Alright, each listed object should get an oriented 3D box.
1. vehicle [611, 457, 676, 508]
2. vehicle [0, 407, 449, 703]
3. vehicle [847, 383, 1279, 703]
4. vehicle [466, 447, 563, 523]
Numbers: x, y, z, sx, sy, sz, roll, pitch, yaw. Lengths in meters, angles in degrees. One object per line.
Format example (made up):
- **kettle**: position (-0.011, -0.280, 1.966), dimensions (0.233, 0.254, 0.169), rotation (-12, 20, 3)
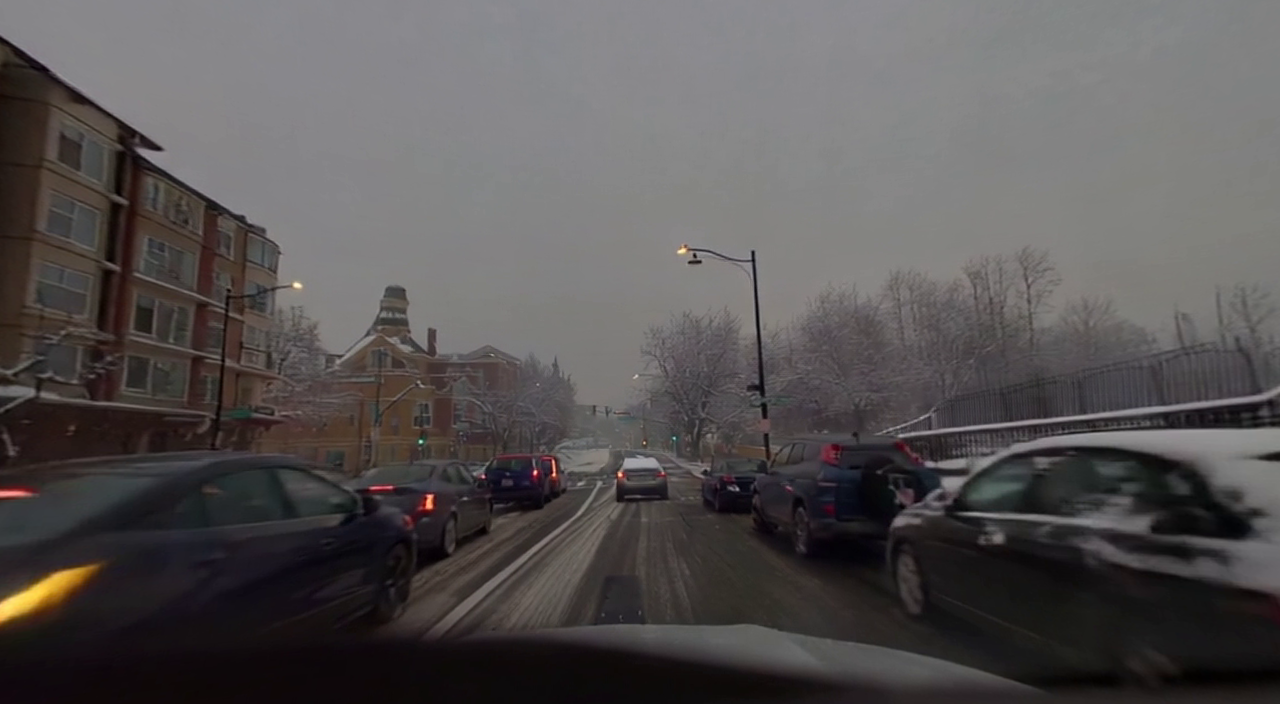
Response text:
- **vehicle**: position (0.049, 4.362, 21.478), dimensions (2.026, 1.496, 3.701), rotation (0, -9, -2)
- **vehicle**: position (-2.760, 1.158, 3.357), dimensions (2.109, 1.477, 4.509), rotation (0, -9, -1)
- **vehicle**: position (2.951, 1.147, 3.841), dimensions (1.933, 1.501, 4.349), rotation (0, -9, 1)
- **vehicle**: position (-2.979, 3.191, 15.580), dimensions (1.778, 1.638, 3.059), rotation (0, -9, -1)
